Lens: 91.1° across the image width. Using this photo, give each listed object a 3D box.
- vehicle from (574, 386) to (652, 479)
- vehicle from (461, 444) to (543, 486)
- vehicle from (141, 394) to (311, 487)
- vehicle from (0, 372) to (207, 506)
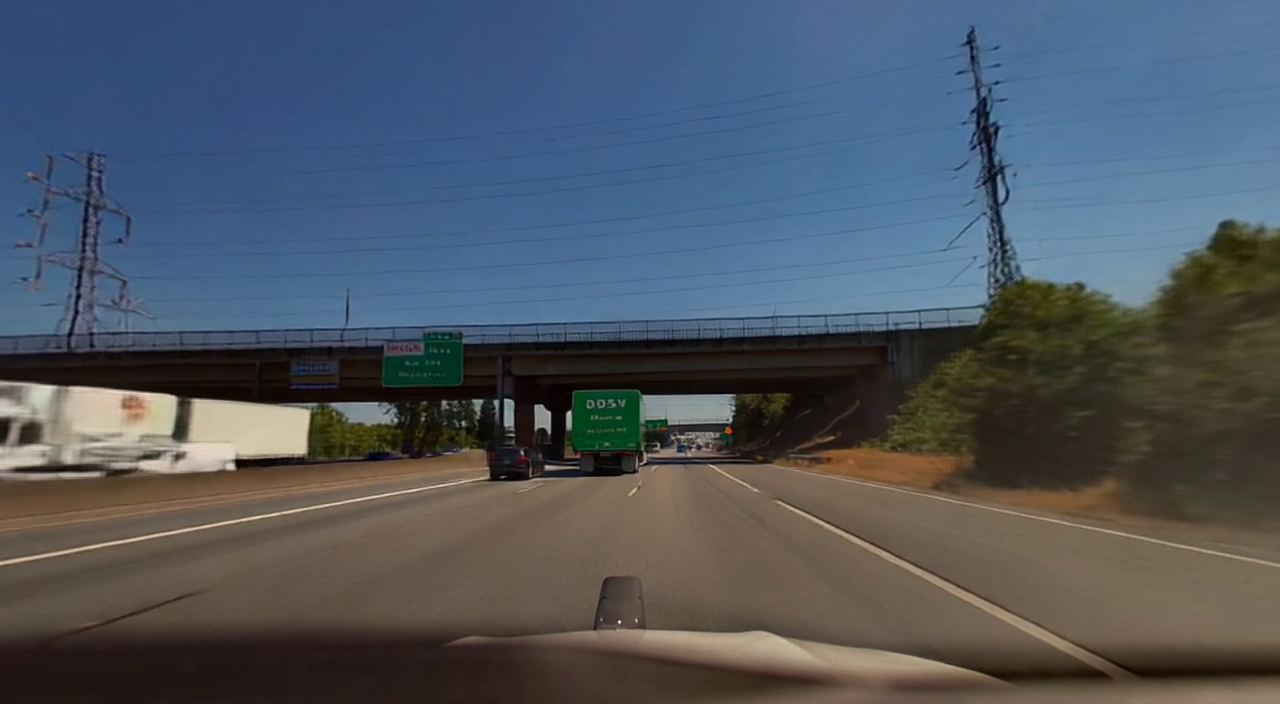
[{"bbox_3d":[-1.067,4.426,33.559,3.025,4.002,12.709,-1,-9,3],"label":"vehicle"},{"bbox_3d":[-5.288,4.371,24.732,1.958,1.467,4.737,-1,-9,3],"label":"vehicle"},{"bbox_3d":[-20.643,4.568,32.195,2.818,4.103,8.096,-1,-9,2],"label":"vehicle"},{"bbox_3d":[-21.097,3.234,22.889,2.942,4.086,10.219,-1,-9,2],"label":"vehicle"}]
